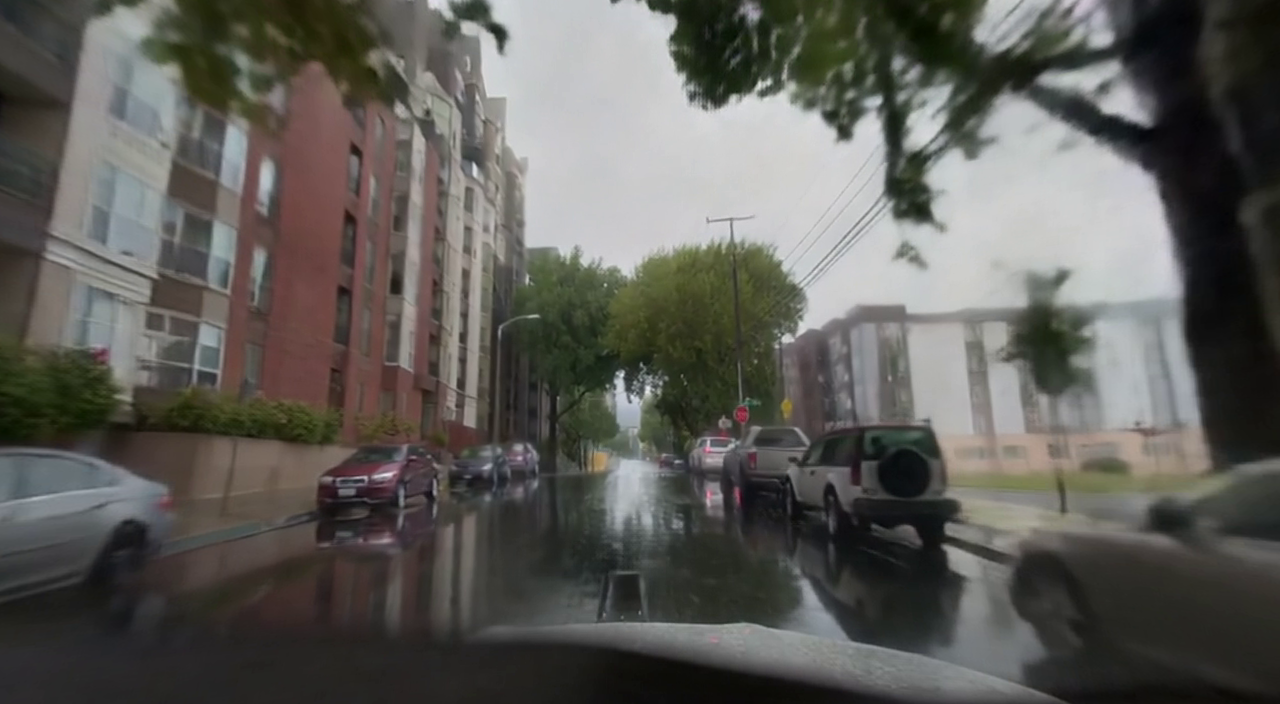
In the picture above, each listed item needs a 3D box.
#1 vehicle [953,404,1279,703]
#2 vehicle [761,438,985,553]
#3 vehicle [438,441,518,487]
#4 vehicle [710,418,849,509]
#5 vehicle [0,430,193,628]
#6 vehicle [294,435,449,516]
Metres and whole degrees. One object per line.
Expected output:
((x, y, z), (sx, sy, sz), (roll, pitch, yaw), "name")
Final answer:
((3.389, 0.927, 2.191), (1.948, 1.502, 5.013), (0, -8, -1), "vehicle")
((3.540, 2.240, 10.745), (1.925, 1.489, 4.655), (0, -8, -2), "vehicle")
((-6.462, 4.486, 25.724), (2.069, 1.647, 4.359), (-2, -8, 0), "vehicle")
((3.221, 2.716, 15.898), (2.082, 1.902, 5.122), (0, -8, -3), "vehicle")
((-6.413, 1.494, 5.362), (2.100, 1.640, 4.341), (0, -8, -1), "vehicle")
((-6.418, 2.973, 15.749), (1.947, 1.707, 4.352), (0, -8, 0), "vehicle")
